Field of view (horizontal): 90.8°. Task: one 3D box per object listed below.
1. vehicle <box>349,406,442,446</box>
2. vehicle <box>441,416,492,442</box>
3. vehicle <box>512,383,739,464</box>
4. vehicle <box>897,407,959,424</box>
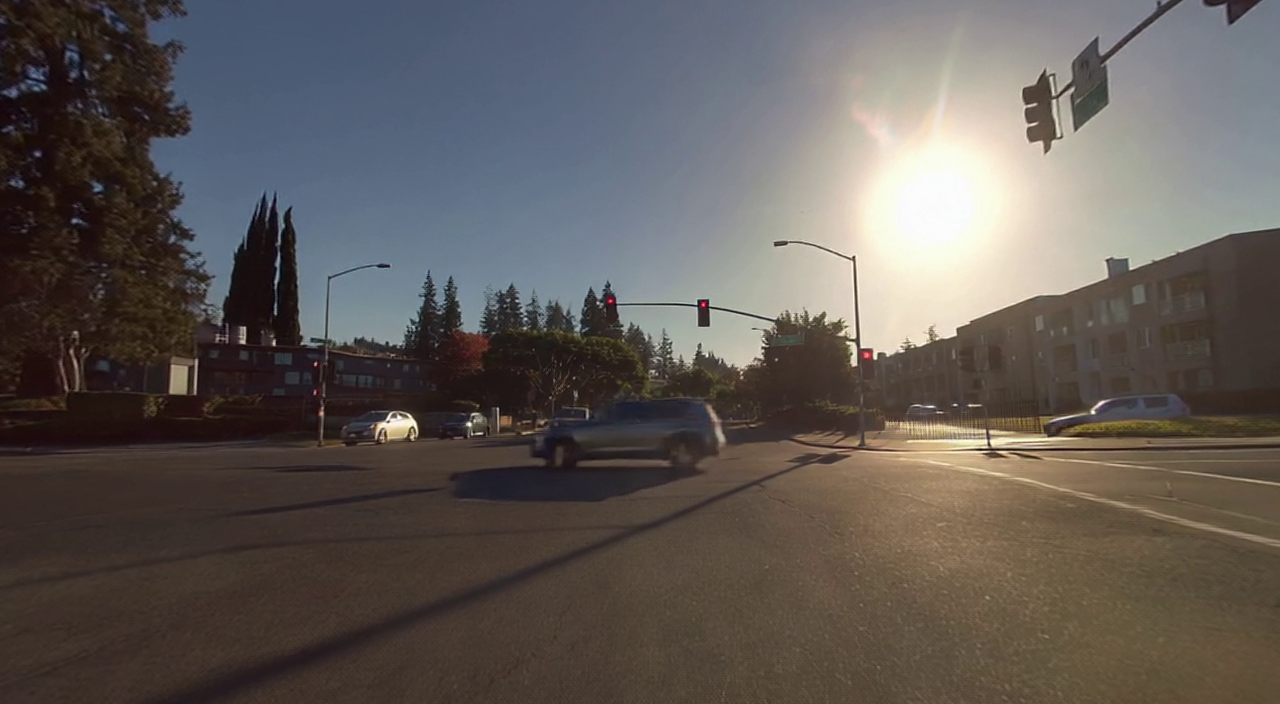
[{"bbox_3d":[-12.500,3.928,32.746,2.340,1.902,4.920,-2,-9,8],"label":"vehicle"},{"bbox_3d":[-11.225,5.077,41.247,1.899,1.510,4.294,-1,-9,4],"label":"vehicle"},{"bbox_3d":[-0.320,1.867,16.141,5.383,1.870,2.203,-1,-9,3],"label":"vehicle"},{"bbox_3d":[22.067,4.895,48.526,3.933,1.219,1.700,-1,-9,4],"label":"vehicle"}]
